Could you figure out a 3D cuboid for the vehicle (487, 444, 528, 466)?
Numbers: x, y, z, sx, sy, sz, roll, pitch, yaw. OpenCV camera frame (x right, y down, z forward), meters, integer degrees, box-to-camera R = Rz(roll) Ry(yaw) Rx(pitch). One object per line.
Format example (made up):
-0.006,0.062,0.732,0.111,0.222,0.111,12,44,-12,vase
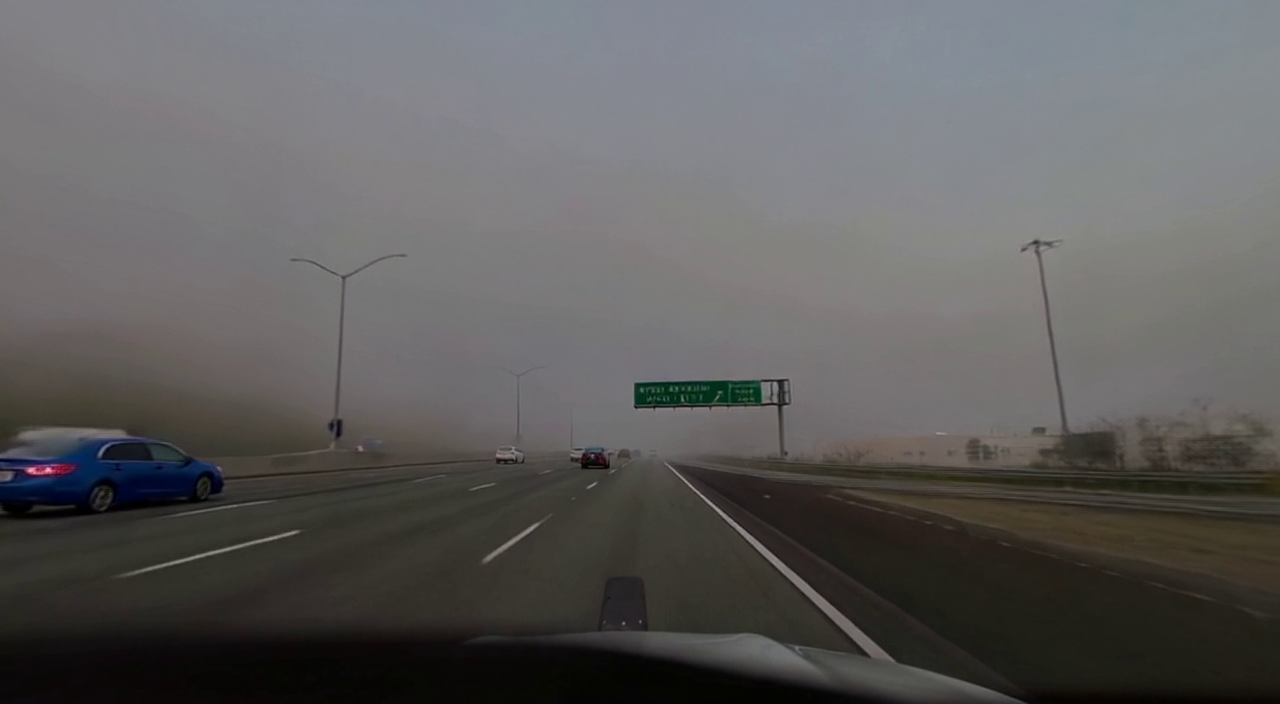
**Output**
-9.340,7.296,44.798,1.930,1.490,3.955,0,-8,2,vehicle

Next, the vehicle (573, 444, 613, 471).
-2.828,6.400,38.531,2.050,1.479,4.342,0,-8,1,vehicle

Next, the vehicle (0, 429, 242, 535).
-9.966,2.245,11.623,2.002,1.526,4.822,0,-8,2,vehicle
